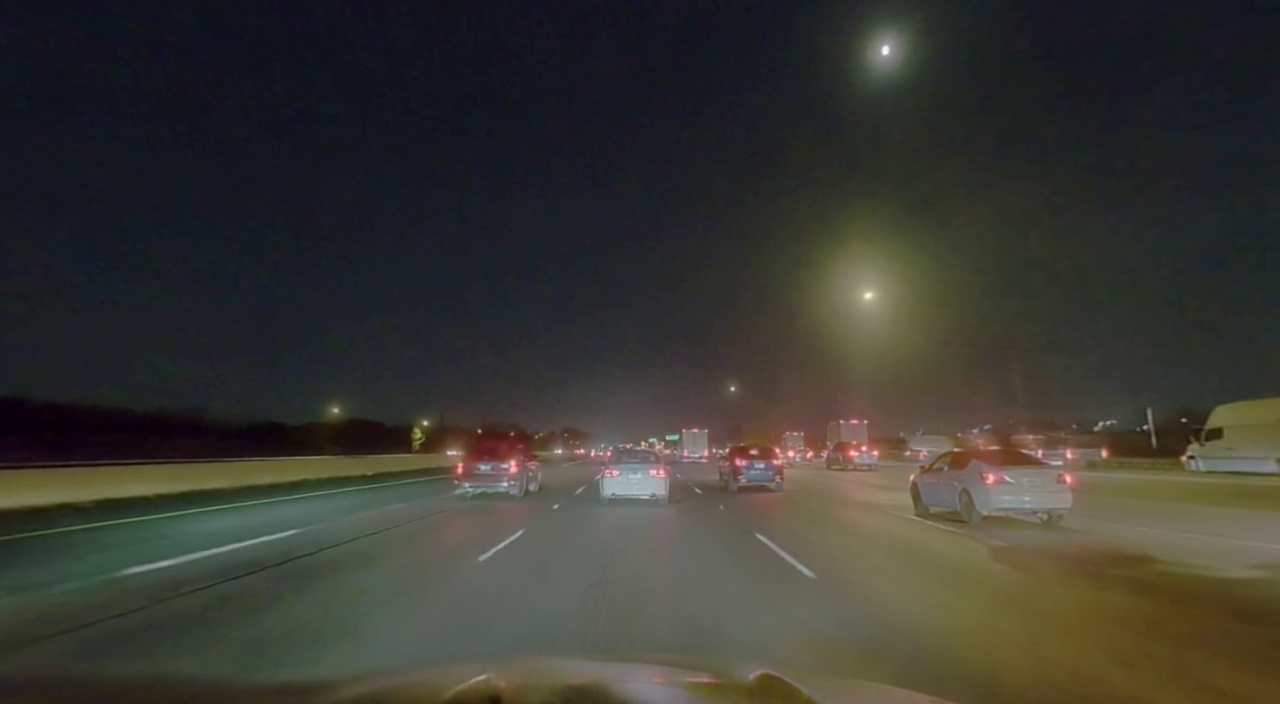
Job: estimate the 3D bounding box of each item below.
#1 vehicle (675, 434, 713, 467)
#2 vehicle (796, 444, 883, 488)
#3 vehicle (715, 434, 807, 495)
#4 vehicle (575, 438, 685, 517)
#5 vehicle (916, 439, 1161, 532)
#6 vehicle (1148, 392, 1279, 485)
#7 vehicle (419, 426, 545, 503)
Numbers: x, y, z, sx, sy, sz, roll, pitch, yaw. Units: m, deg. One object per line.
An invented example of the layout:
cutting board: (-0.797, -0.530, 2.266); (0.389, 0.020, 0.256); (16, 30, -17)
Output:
vehicle: (4.039, 7.516, 48.100); (2.440, 2.313, 5.266); (0, -9, 0)
vehicle: (7.390, 4.263, 23.808); (1.942, 1.482, 4.250); (0, -9, 0)
vehicle: (3.593, 3.444, 19.534); (2.053, 1.666, 4.106); (0, -9, 0)
vehicle: (-0.165, 2.759, 14.327); (2.132, 1.499, 4.038); (0, -9, 1)
vehicle: (7.615, 2.560, 12.736); (2.021, 1.505, 4.480); (0, -9, 0)
vehicle: (29.239, 4.051, 29.294); (2.957, 4.007, 8.656); (0, -9, -8)
vehicle: (-3.965, 2.925, 16.750); (2.079, 1.741, 4.436); (0, -9, 2)
